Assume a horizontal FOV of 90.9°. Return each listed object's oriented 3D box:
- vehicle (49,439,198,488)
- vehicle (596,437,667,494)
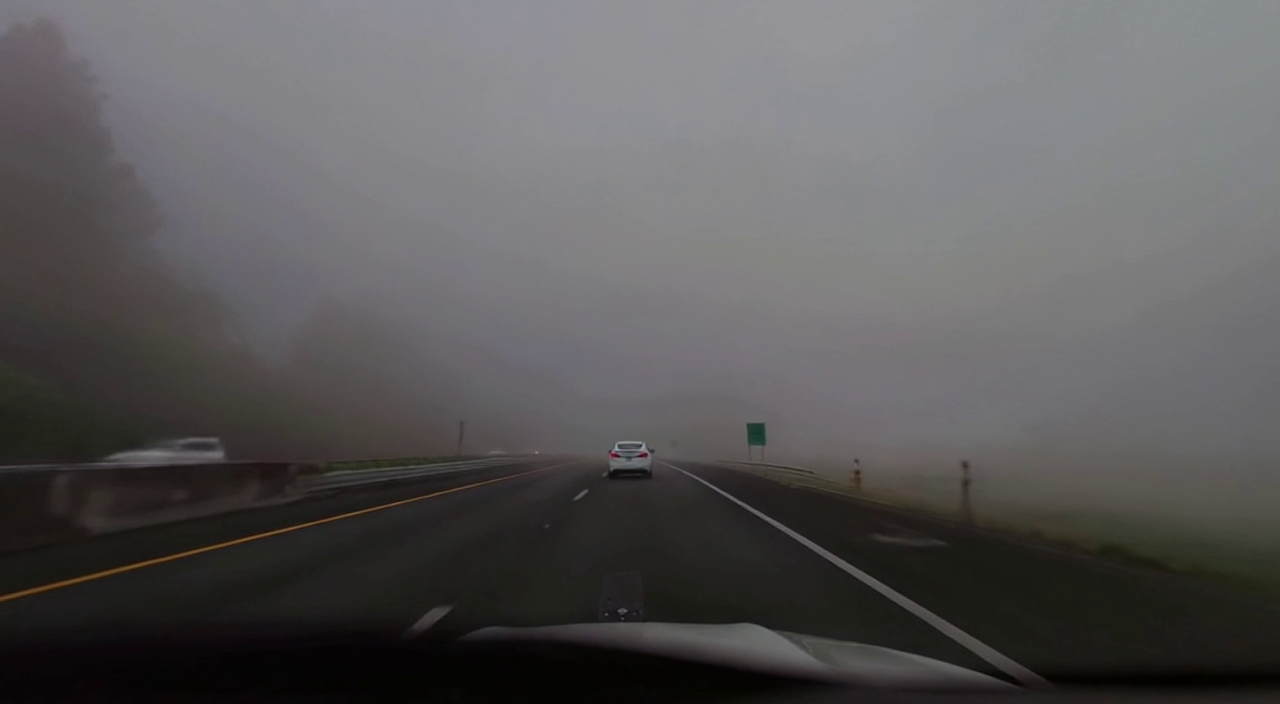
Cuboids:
[{"bbox_3d":[-17.317,3.727,21.391,1.794,1.488,3.770,0,-9,0],"label":"vehicle"},{"bbox_3d":[-0.233,3.776,21.359,2.135,1.686,4.517,0,-9,1],"label":"vehicle"}]
